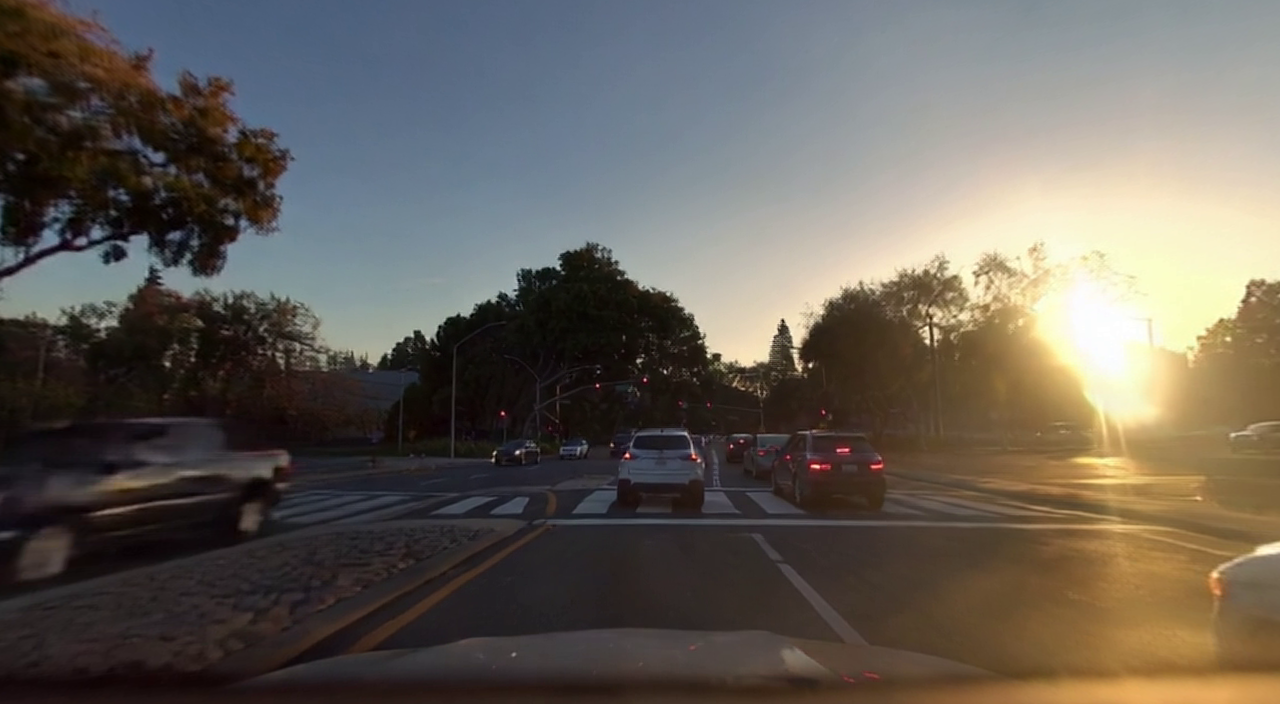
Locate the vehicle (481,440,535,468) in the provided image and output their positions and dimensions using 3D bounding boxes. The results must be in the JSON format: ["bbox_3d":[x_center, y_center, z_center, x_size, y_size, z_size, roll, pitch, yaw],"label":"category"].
[{"bbox_3d":[-7.455,5.801,36.068,1.868,1.496,4.219,-1,-9,5],"label":"vehicle"}]

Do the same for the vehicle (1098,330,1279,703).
[{"bbox_3d":[3.508,0.592,0.983,2.114,1.765,4.647,0,-9,1],"label":"vehicle"}]

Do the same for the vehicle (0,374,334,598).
[{"bbox_3d":[-6.830,1.621,8.428,2.355,2.005,5.673,0,-9,3],"label":"vehicle"}]

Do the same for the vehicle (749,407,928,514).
[{"bbox_3d":[3.988,2.352,14.075,2.317,1.857,5.940,0,-9,3],"label":"vehicle"}]

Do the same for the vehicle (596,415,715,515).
[{"bbox_3d":[0.394,2.309,13.293,2.113,1.768,3.901,0,-9,3],"label":"vehicle"}]

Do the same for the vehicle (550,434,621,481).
[{"bbox_3d":[-1.892,3.815,23.128,2.023,1.494,4.259,-2,-8,3],"label":"vehicle"}]
